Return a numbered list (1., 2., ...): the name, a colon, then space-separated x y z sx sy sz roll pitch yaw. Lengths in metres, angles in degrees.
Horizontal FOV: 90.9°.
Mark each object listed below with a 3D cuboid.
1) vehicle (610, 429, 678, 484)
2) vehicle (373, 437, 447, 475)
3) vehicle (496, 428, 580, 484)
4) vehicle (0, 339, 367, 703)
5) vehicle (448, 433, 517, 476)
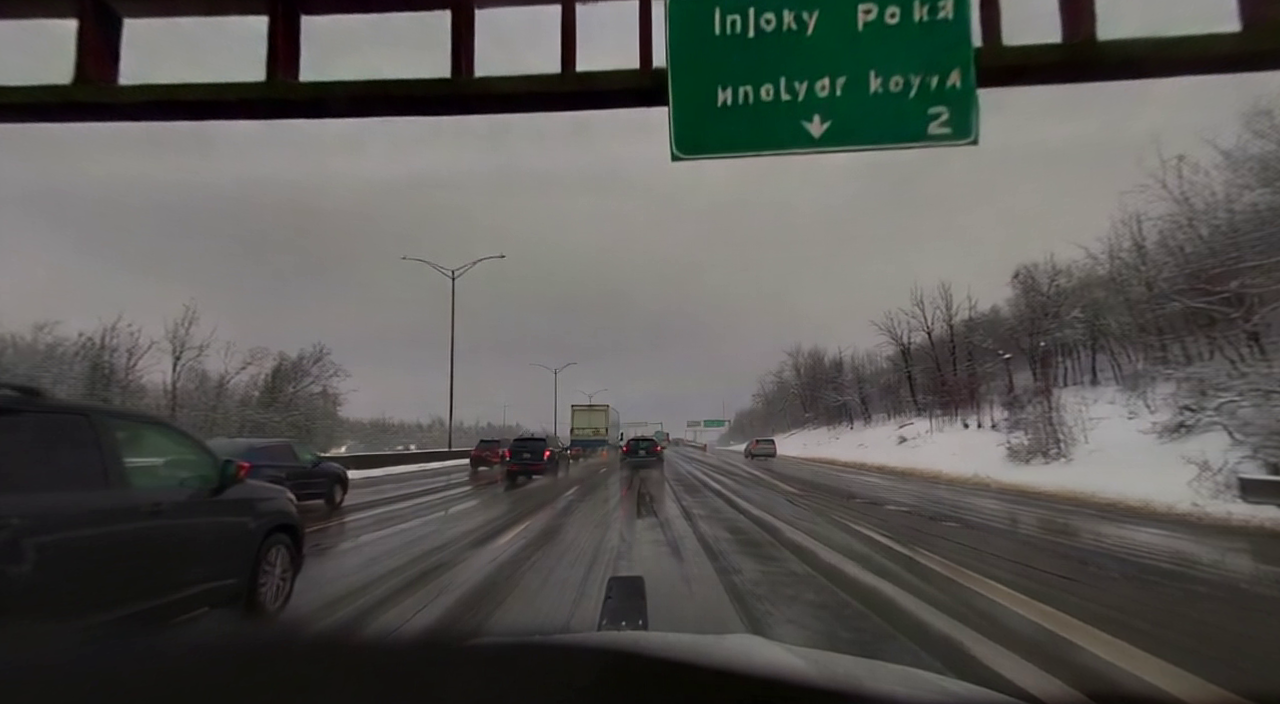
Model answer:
1. vehicle: 0.141 3.619 22.030 2.180 1.716 3.920 0 -8 0
2. vehicle: -10.894 4.958 30.229 1.894 1.669 4.251 0 -8 0
3. vehicle: -3.517 3.695 22.654 2.125 1.792 4.466 0 -8 2
4. vehicle: -3.472 0.944 3.197 2.209 1.711 4.296 0 -8 0
5. vehicle: -7.005 4.623 28.566 1.998 1.770 4.222 0 -8 0
